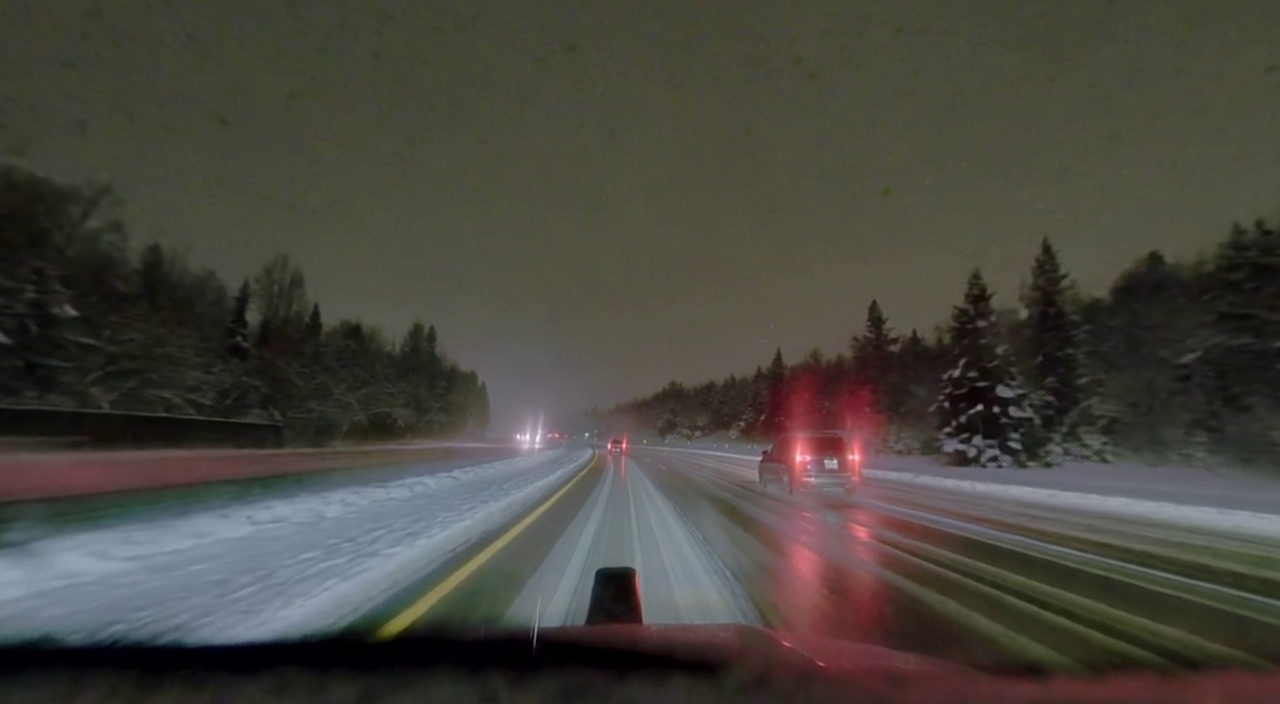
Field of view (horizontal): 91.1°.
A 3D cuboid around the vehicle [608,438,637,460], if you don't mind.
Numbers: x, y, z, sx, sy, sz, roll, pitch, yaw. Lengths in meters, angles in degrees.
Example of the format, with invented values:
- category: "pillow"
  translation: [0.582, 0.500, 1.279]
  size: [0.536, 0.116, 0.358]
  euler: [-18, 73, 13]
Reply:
- category: "vehicle"
  translation: [-1.286, 6.960, 45.262]
  size: [1.998, 1.512, 3.735]
  euler: [0, -8, -3]

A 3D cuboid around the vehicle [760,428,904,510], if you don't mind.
- category: "vehicle"
  translation: [3.945, 2.447, 13.600]
  size: [1.852, 1.513, 3.652]
  euler: [0, -8, -2]
